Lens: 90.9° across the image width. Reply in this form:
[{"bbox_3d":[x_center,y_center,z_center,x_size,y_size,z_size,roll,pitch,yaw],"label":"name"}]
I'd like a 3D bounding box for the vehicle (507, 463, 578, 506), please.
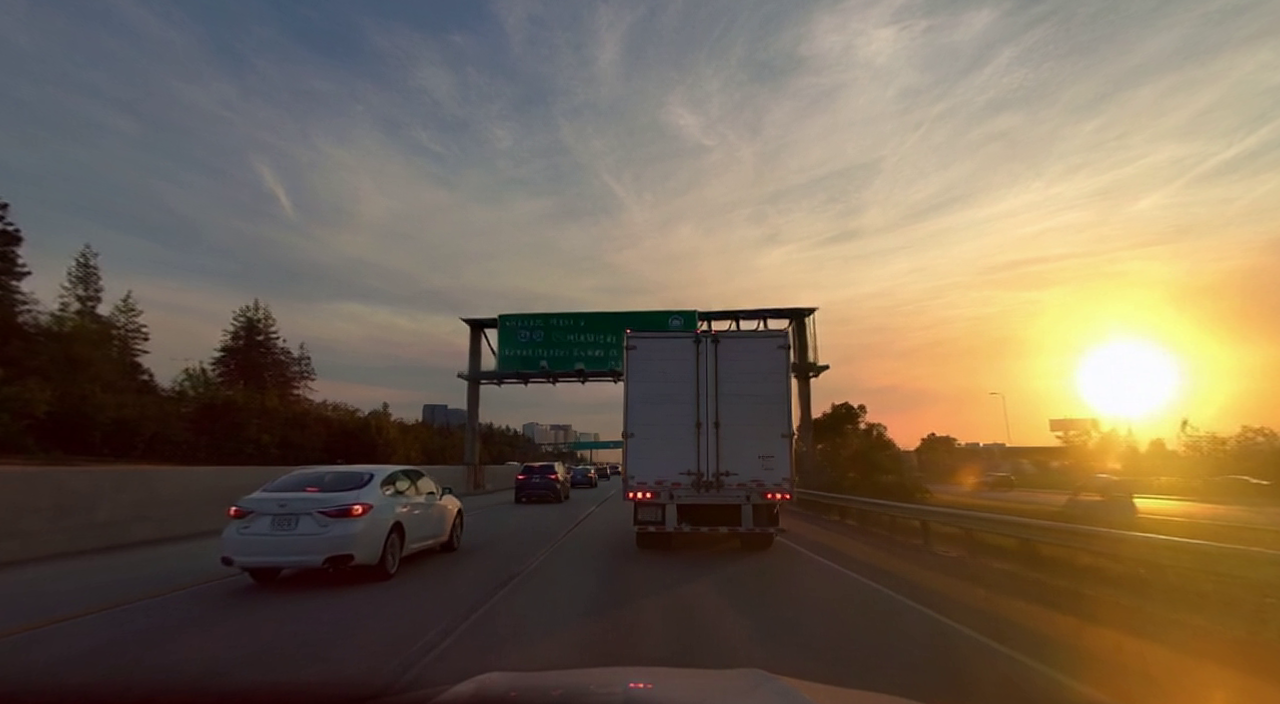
[{"bbox_3d":[-3.672,5.127,24.600,1.964,1.482,4.371,0,-11,1],"label":"vehicle"}]

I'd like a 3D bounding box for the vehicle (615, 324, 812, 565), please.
[{"bbox_3d":[1.054,2.111,13.669,2.831,3.529,8.689,1,-11,0],"label":"vehicle"}]

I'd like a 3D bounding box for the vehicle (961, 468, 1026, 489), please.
[{"bbox_3d":[27.471,9.833,49.053,4.107,1.485,1.796,-4,-11,21],"label":"vehicle"}]

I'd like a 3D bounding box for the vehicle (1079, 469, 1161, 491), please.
[{"bbox_3d":[34.725,9.278,45.683,4.299,1.465,1.807,-1,-11,8],"label":"vehicle"}]

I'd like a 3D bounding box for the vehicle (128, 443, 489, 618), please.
[{"bbox_3d":[-3.517,2.026,8.011,1.983,1.509,4.679,1,-11,1],"label":"vehicle"}]

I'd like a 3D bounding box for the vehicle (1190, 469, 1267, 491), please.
[{"bbox_3d":[42.537,9.251,45.567,3.974,1.485,1.709,1,-11,-4],"label":"vehicle"}]
